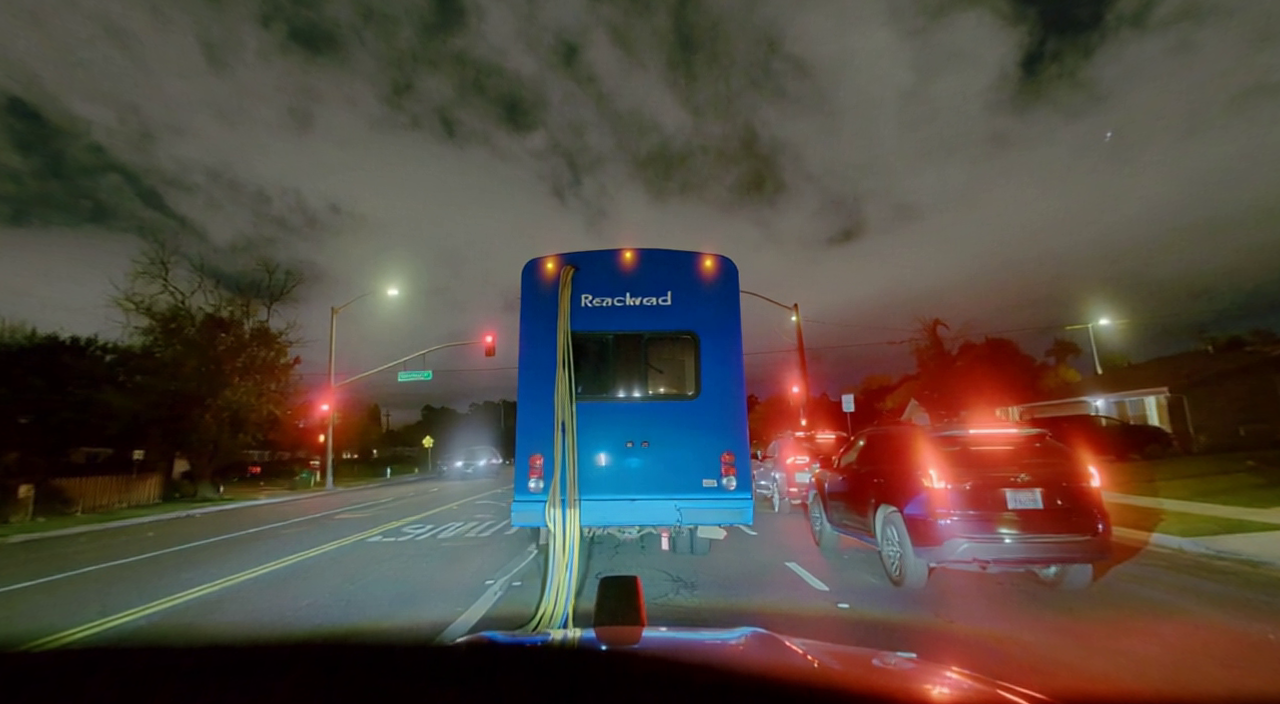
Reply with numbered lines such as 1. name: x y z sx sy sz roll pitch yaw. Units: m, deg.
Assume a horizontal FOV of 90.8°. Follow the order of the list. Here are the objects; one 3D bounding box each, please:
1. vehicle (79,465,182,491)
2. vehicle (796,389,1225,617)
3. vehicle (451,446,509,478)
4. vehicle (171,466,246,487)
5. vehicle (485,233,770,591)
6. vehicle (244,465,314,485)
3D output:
1. vehicle: -33.442 8.262 41.555 4.954 1.506 2.014 0 -9 -2
2. vehicle: 3.409 1.489 7.136 2.104 1.735 4.408 0 -9 0
3. vehicle: -9.076 6.273 36.328 2.110 1.713 4.449 0 -9 1
4. vehicle: -32.697 9.409 47.957 4.311 1.458 1.707 0 -9 -2
5. vehicle: -0.117 1.128 10.308 2.709 3.511 8.213 0 -9 0
6. vehicle: -27.435 9.362 48.125 4.187 1.445 1.809 0 -9 0
